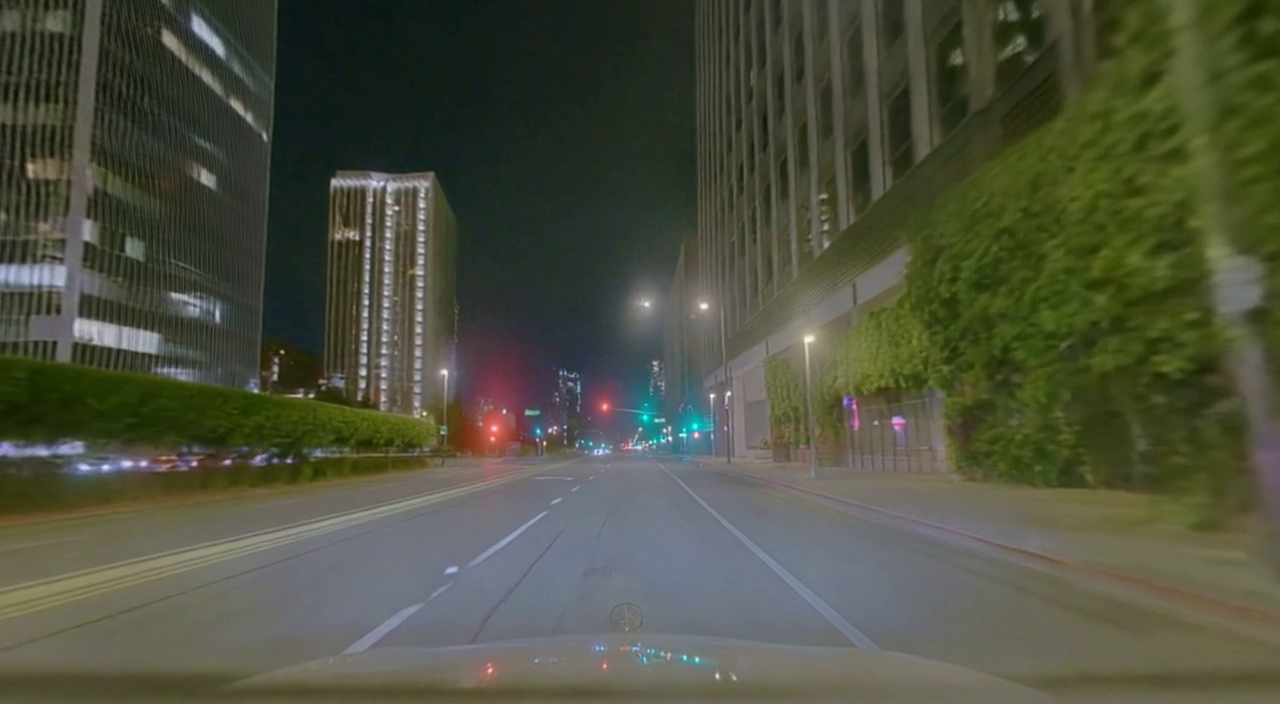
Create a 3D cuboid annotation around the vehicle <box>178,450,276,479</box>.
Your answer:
[{"bbox_3d":[-24.612,6.692,37.809,4.377,1.668,1.977,1,-8,-6],"label":"vehicle"}]

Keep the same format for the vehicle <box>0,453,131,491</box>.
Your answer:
[{"bbox_3d":[-24.712,5.115,27.059,4.166,1.517,1.887,0,-8,3],"label":"vehicle"}]
